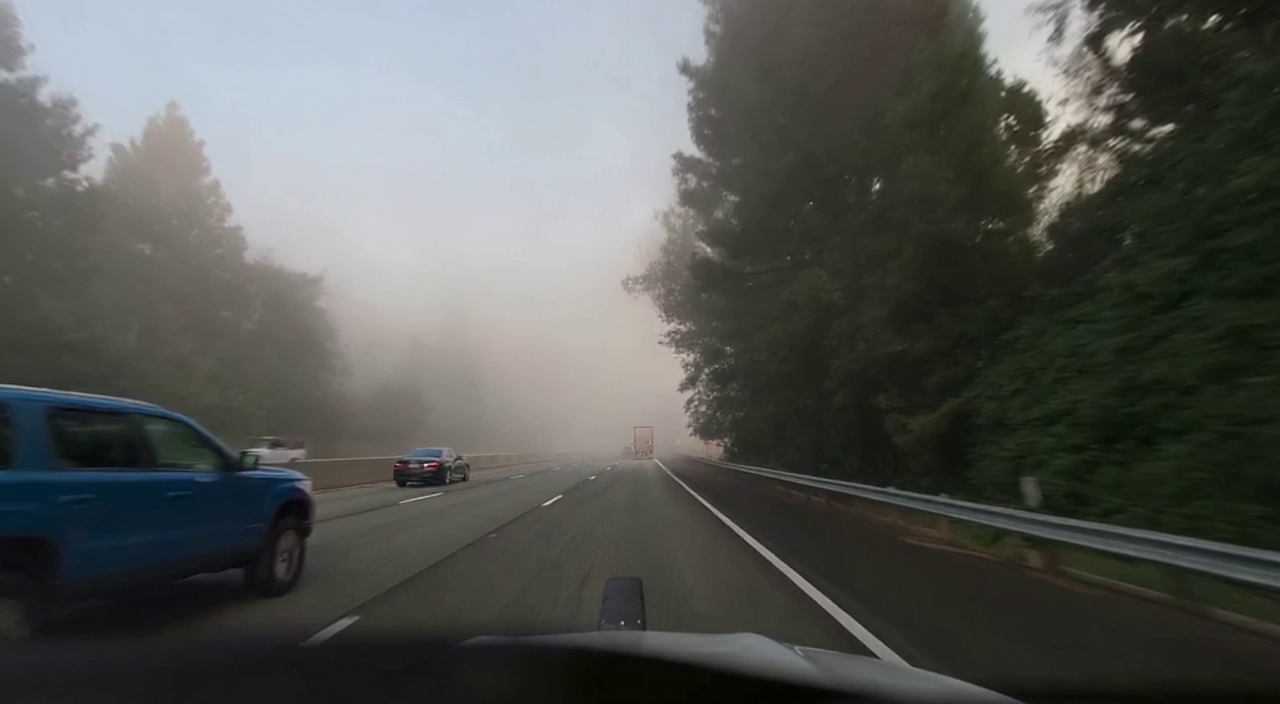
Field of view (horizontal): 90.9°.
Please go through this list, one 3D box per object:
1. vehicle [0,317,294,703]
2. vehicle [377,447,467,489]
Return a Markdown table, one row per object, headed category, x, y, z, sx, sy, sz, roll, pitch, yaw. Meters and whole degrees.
| category | x | y | z | sx | sy | sz | roll | pitch | yaw |
| --- | --- | --- | --- | --- | --- | --- | --- | --- | --- |
| vehicle | -4.127 | 0.765 | 2.841 | 2.124 | 1.888 | 5.226 | 0 | -9 | 0 |
| vehicle | -8.257 | 4.419 | 24.327 | 1.877 | 1.433 | 4.266 | -1 | -9 | 1 |
